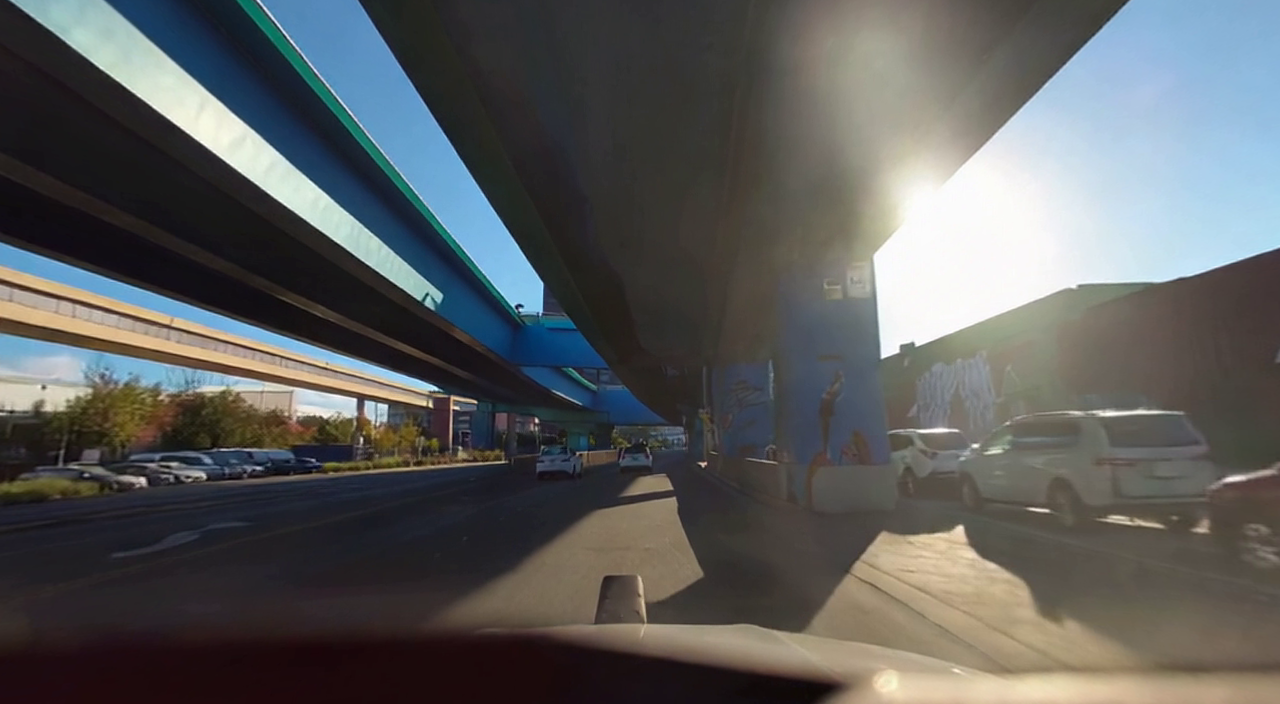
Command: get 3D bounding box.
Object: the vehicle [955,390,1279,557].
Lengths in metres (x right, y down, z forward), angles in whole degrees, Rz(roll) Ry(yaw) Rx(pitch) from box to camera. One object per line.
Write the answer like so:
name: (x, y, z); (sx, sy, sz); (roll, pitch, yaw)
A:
vehicle: (6.970, 1.739, 9.567); (2.114, 1.911, 4.402); (0, -9, 1)

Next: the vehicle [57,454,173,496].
vehicle: (-27.098, 6.315, 32.846); (1.971, 1.939, 4.729); (1, -9, -2)

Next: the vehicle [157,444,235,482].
vehicle: (-30.512, 7.602, 43.660); (1.933, 2.393, 4.896); (0, -8, -2)

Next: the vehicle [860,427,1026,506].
vehicle: (7.073, 2.721, 15.362); (2.017, 1.625, 4.337); (0, -9, 2)

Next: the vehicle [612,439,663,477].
vehicle: (-0.081, 4.807, 28.781); (2.155, 1.571, 3.734); (0, -9, 1)

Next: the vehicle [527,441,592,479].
vehicle: (-3.439, 4.734, 27.932); (2.024, 1.533, 4.549); (-1, -9, 4)

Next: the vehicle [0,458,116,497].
vehicle: (-29.556, 6.360, 32.282); (2.035, 1.764, 4.157); (1, -9, -4)
